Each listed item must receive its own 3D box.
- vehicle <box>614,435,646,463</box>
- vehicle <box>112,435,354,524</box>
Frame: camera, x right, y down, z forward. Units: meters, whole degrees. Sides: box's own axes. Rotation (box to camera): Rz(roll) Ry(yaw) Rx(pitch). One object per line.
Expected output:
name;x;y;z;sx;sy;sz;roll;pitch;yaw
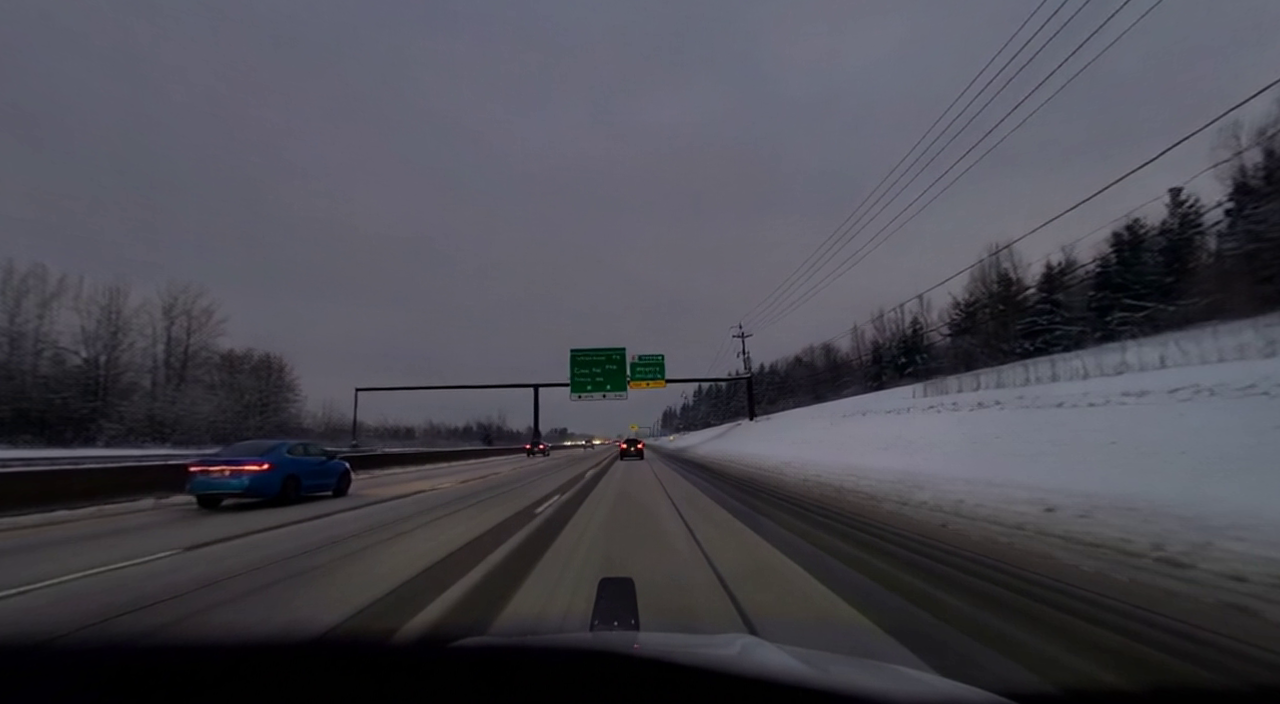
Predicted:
vehicle;-0.677;6.402;41.550;2.040;1.715;3.906;0;-8;-1
vehicle;-7.663;2.404;12.536;1.949;1.428;4.408;0;-8;-1
